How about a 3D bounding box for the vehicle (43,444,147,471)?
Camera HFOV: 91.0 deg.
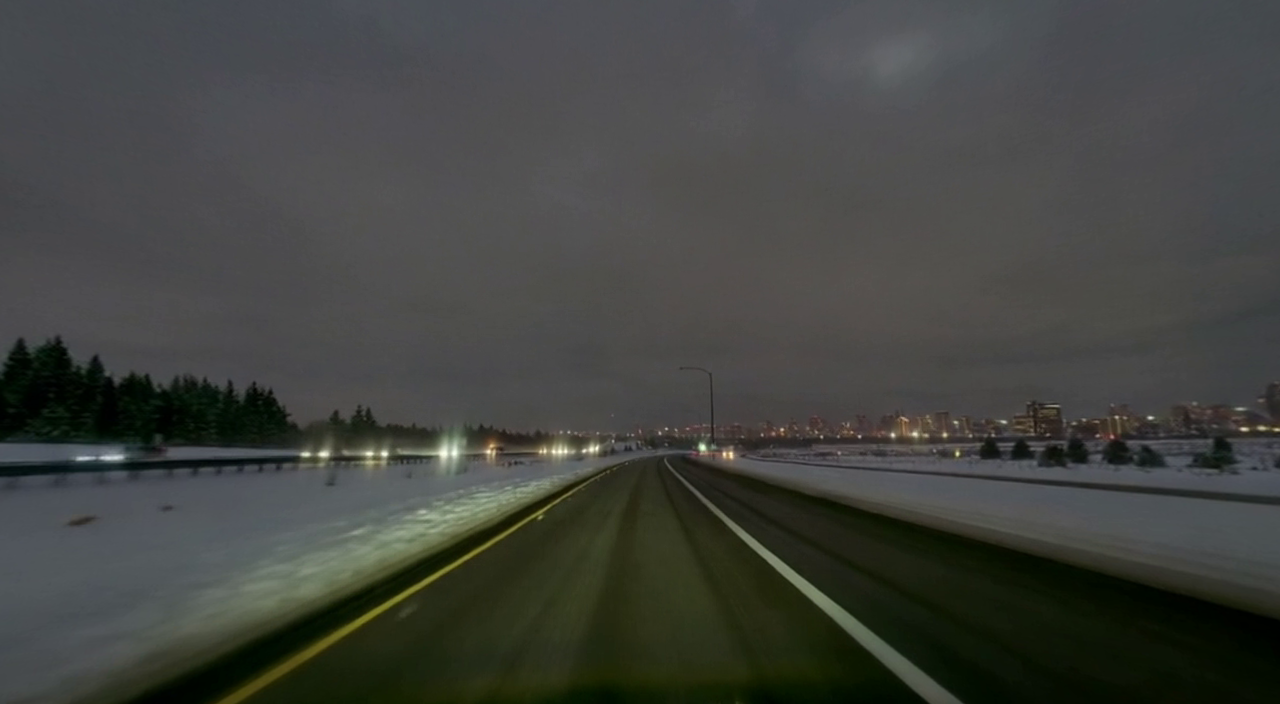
[{"bbox_3d":[-32.230,6.214,37.447,1.979,1.479,4.905,0,-8,-3],"label":"vehicle"}]
